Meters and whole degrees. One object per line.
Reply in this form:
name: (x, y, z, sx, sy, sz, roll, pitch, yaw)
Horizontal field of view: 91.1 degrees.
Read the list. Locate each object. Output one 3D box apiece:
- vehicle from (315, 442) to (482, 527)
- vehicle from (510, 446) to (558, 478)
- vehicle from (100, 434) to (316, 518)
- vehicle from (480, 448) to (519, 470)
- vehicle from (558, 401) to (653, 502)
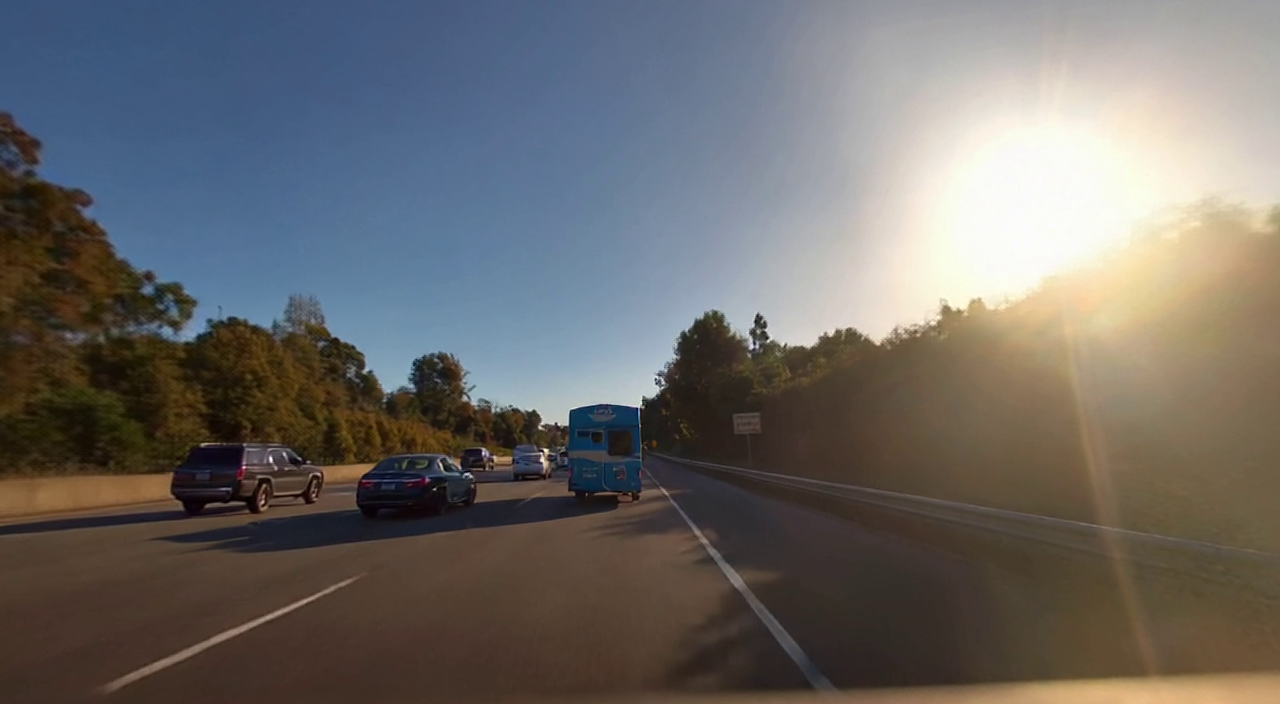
vehicle: (-4.742, 2.636, 13.069, 1.876, 1.438, 4.072, 0, -9, 0)
vehicle: (-5.253, 5.516, 31.607, 1.872, 1.480, 3.545, 0, -9, -1)
vehicle: (-9.654, 2.785, 14.597, 2.010, 1.621, 4.252, 0, -9, -1)
vehicle: (-10.067, 7.672, 45.195, 1.886, 1.462, 4.084, 0, -9, -1)
vehicle: (-0.928, 2.962, 18.787, 2.394, 2.556, 5.232, 0, -9, -1)
